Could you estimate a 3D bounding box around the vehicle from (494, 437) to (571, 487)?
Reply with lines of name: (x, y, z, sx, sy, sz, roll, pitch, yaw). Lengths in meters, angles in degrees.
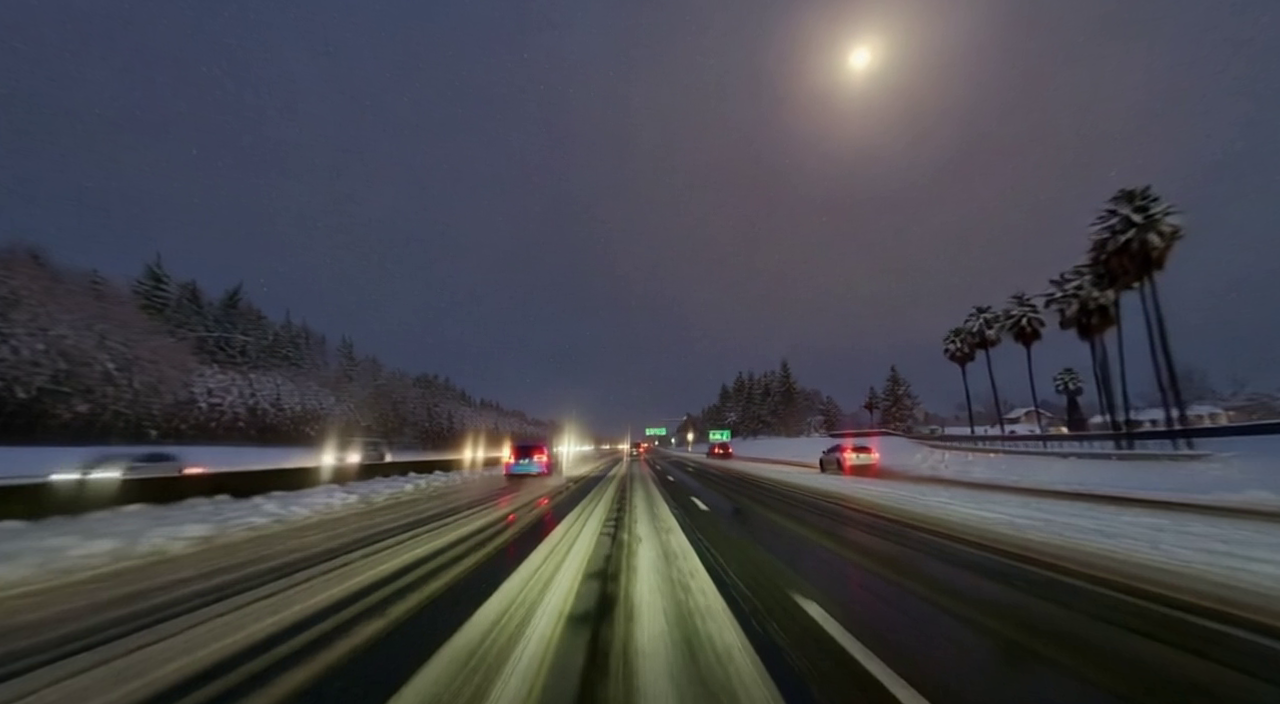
vehicle: (-3.751, 3.937, 22.929, 1.996, 1.617, 4.637, 0, -9, 0)

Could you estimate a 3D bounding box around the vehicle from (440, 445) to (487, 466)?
vehicle: (-12.741, 7.502, 45.881, 2.040, 1.444, 4.596, 0, -9, 0)

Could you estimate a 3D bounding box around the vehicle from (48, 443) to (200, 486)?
vehicle: (-19.518, 4.251, 24.229, 1.962, 1.469, 4.599, 0, -8, -1)

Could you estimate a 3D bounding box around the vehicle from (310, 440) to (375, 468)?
vehicle: (-19.721, 6.781, 42.168, 2.106, 1.764, 4.578, 0, -9, 0)
